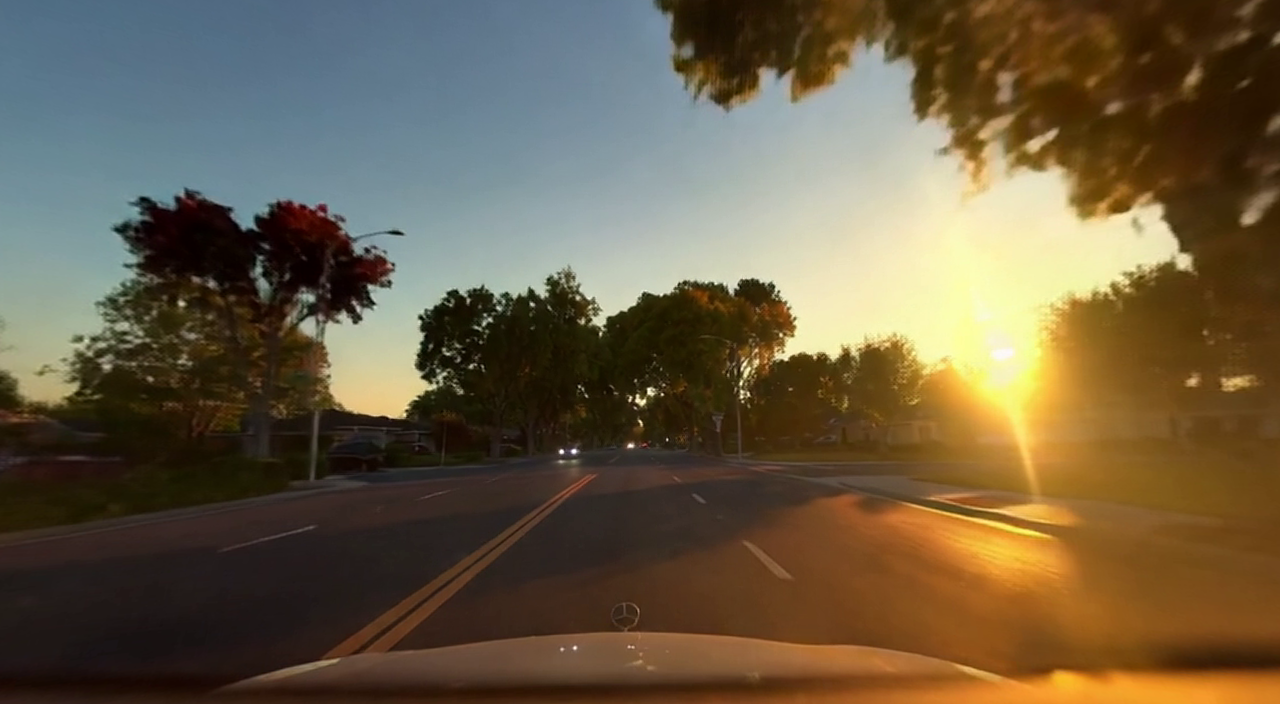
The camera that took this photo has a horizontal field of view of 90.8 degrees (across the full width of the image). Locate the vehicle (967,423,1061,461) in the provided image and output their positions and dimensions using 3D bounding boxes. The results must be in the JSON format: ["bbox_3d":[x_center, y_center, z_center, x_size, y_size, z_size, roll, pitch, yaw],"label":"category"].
[{"bbox_3d":[28.705,6.901,48.654,5.564,2.741,2.347,0,-8,4],"label":"vehicle"}]
